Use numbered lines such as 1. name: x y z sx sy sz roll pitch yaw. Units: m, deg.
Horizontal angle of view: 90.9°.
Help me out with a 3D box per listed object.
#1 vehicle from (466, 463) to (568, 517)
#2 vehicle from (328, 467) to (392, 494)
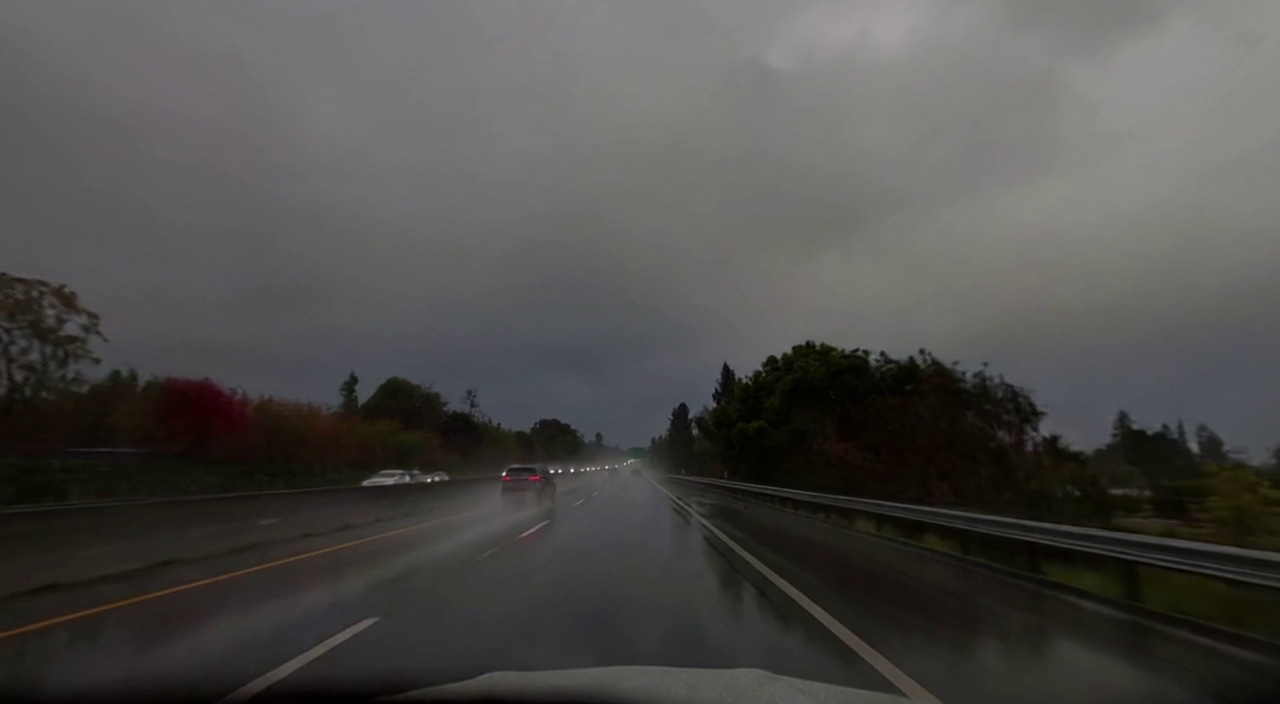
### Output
1. vehicle: -3.735 4.312 20.128 2.146 1.441 5.020 1 -11 1
2. vehicle: -17.223 7.912 39.004 1.964 1.529 4.371 1 -11 0
